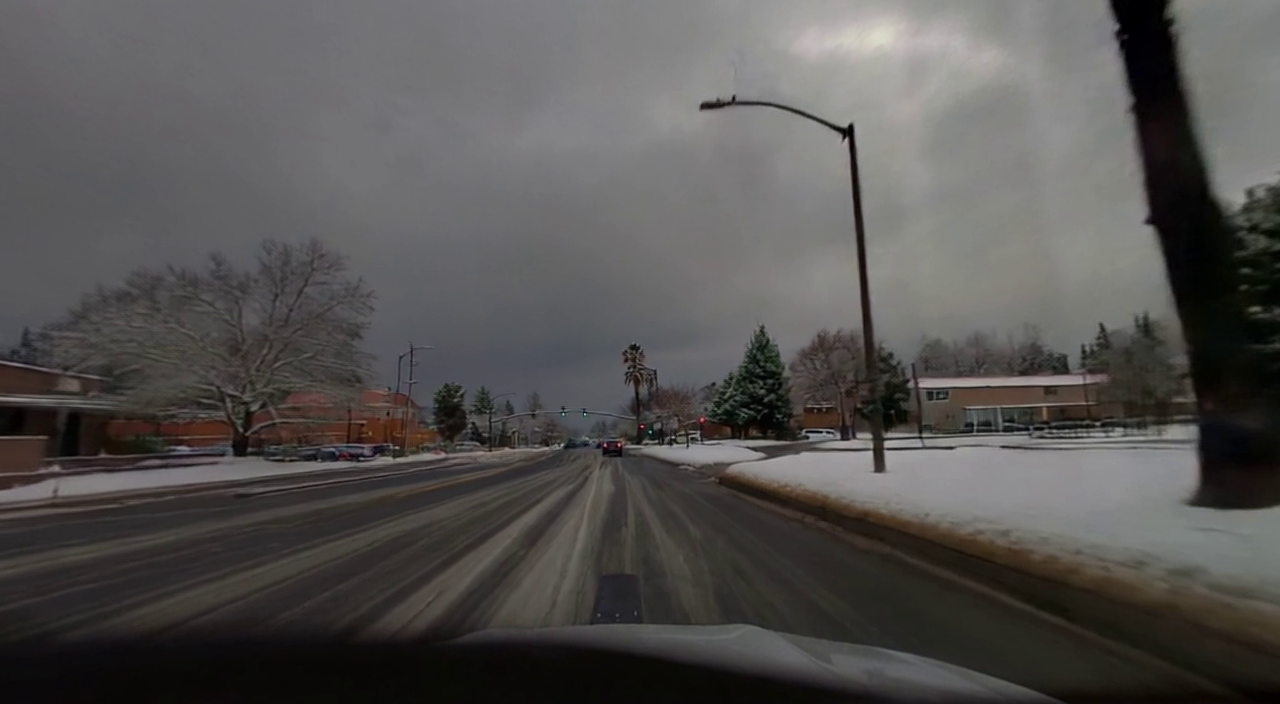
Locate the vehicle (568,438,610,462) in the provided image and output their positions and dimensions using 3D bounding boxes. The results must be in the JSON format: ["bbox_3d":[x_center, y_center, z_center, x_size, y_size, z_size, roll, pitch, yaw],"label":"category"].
[{"bbox_3d":[-3.451,6.713,43.369,2.060,1.526,3.859,-1,-8,7],"label":"vehicle"}]
